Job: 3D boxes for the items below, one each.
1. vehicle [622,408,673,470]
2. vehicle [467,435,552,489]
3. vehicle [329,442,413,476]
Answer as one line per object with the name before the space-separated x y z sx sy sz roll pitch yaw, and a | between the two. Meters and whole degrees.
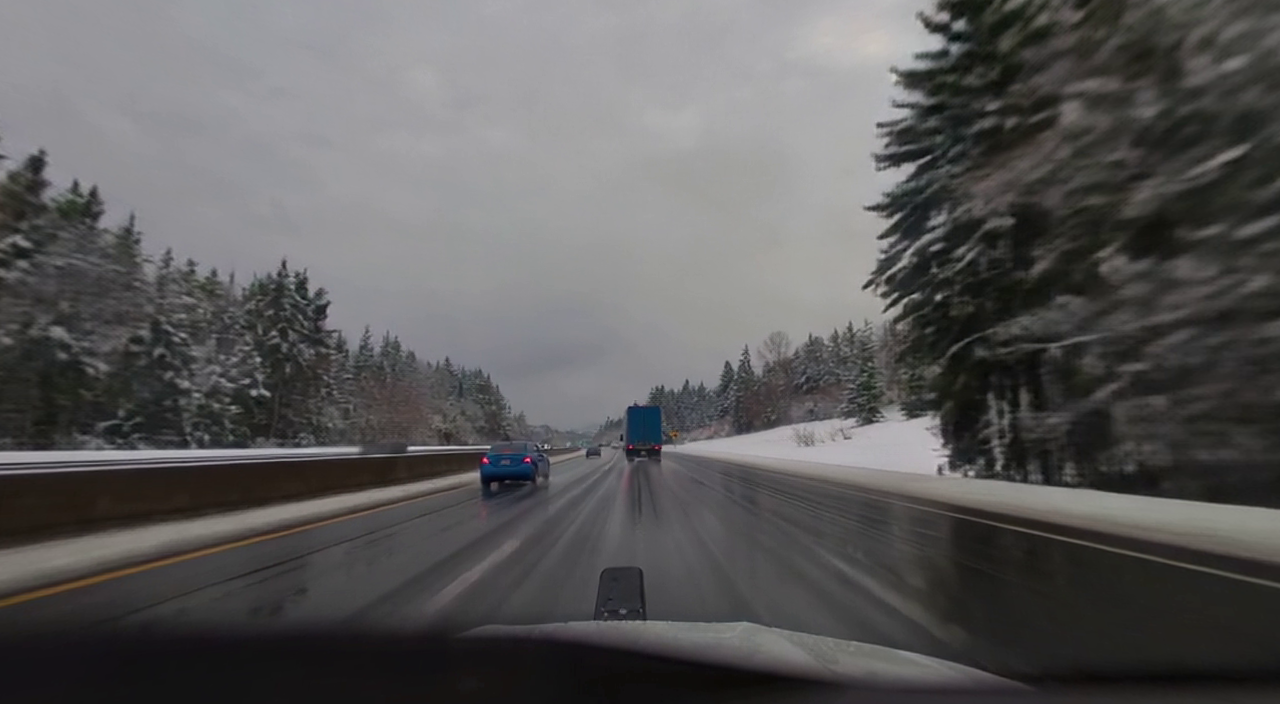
vehicle | 0.319 5.872 42.040 2.893 3.628 9.081 0 -9 -3
vehicle | -4.187 3.622 20.919 1.977 1.602 3.944 0 -9 0
vehicle | -12.796 5.119 30.322 1.933 1.495 4.717 0 -9 0
